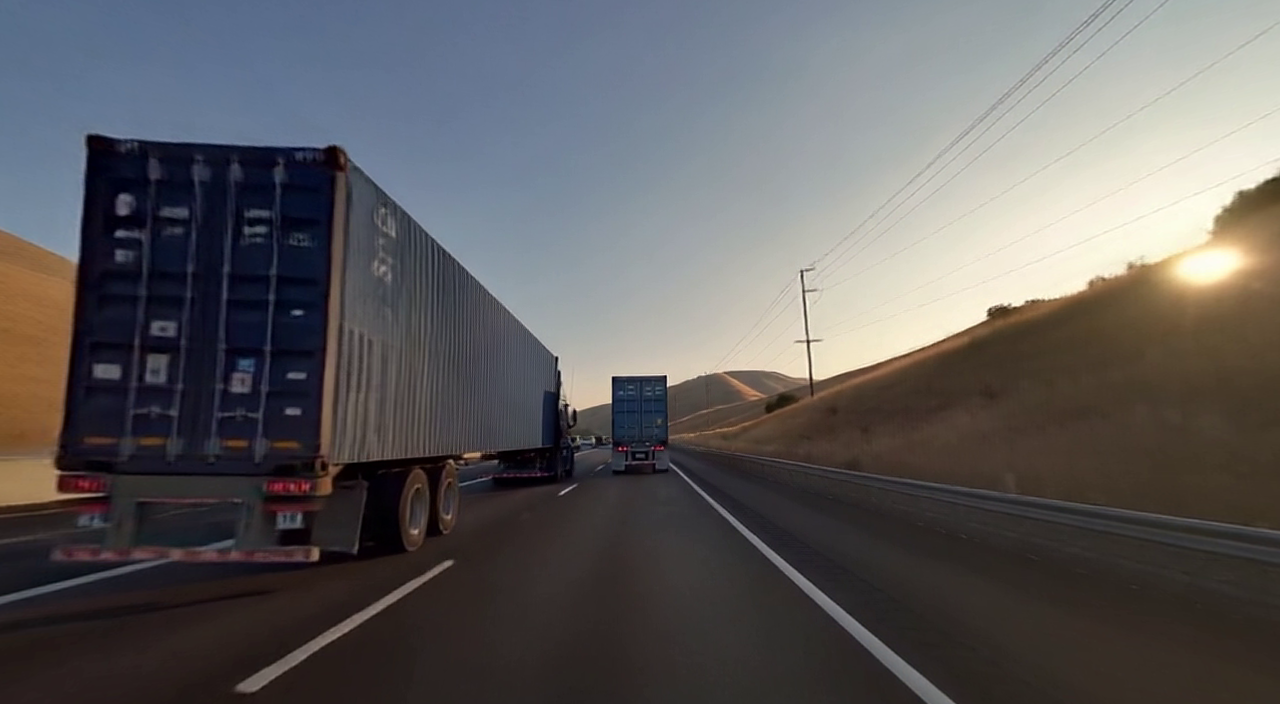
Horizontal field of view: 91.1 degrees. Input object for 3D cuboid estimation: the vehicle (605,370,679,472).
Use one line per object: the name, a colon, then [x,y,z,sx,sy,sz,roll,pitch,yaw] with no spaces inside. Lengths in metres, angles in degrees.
vehicle: [-0.012,3.647,31.424,3.006,4.120,11.586,0,-8,-1]

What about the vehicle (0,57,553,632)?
vehicle: [-4.133,0.811,11.225,3.065,4.105,13.706,0,-8,1]
